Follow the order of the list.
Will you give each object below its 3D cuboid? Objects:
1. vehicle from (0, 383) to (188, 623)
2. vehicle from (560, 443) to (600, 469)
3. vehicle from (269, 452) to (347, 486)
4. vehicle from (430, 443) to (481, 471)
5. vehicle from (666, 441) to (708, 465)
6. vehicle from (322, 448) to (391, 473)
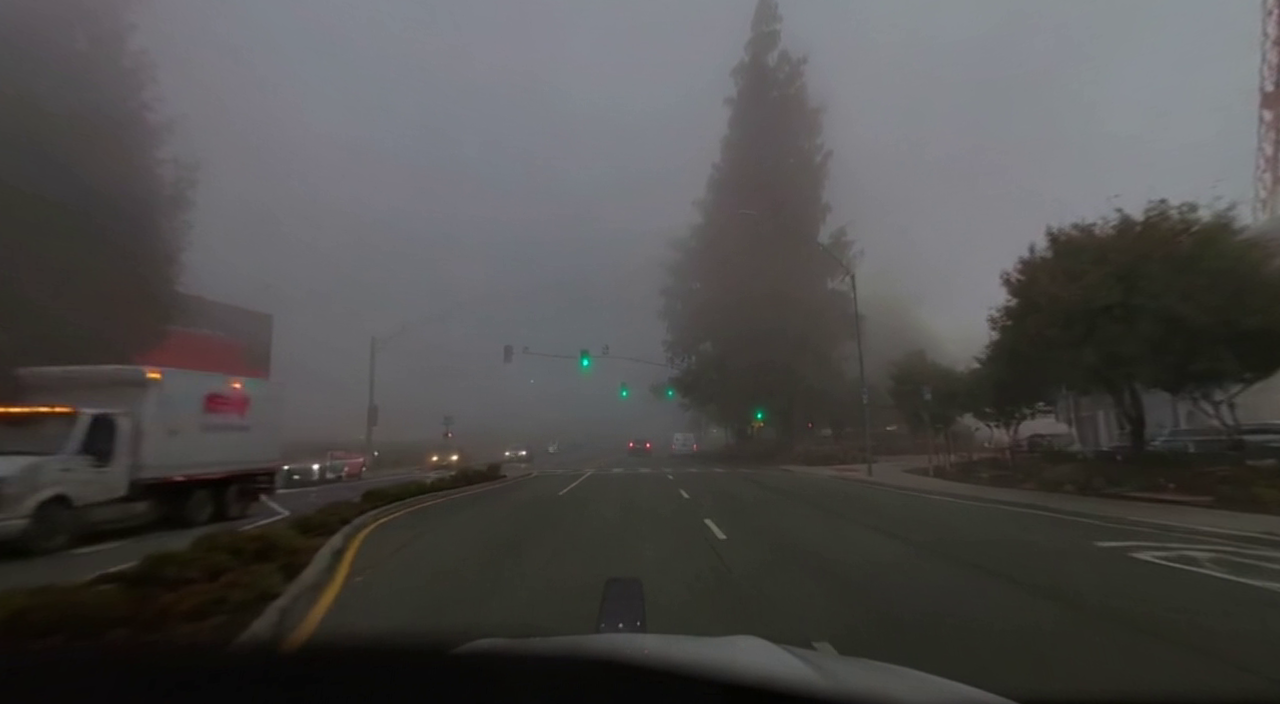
[{"bbox_3d":[-5.979,1.249,5.326,2.058,1.751,4.502,0,-8,-16],"label":"vehicle"},{"bbox_3d":[-3.614,6.359,38.750,1.962,1.484,4.351,0,-8,1],"label":"vehicle"},{"bbox_3d":[-16.497,5.807,31.607,1.725,1.500,3.875,-1,-8,2],"label":"vehicle"},{"bbox_3d":[-12.629,7.190,43.524,2.078,1.740,4.703,0,-9,0],"label":"vehicle"},{"bbox_3d":[3.444,7.543,47.394,2.427,1.665,5.593,0,-9,-3],"label":"vehicle"},{"bbox_3d":[-21.587,8.276,48.192,4.291,1.687,1.949,-2,-8,3],"label":"vehicle"}]
